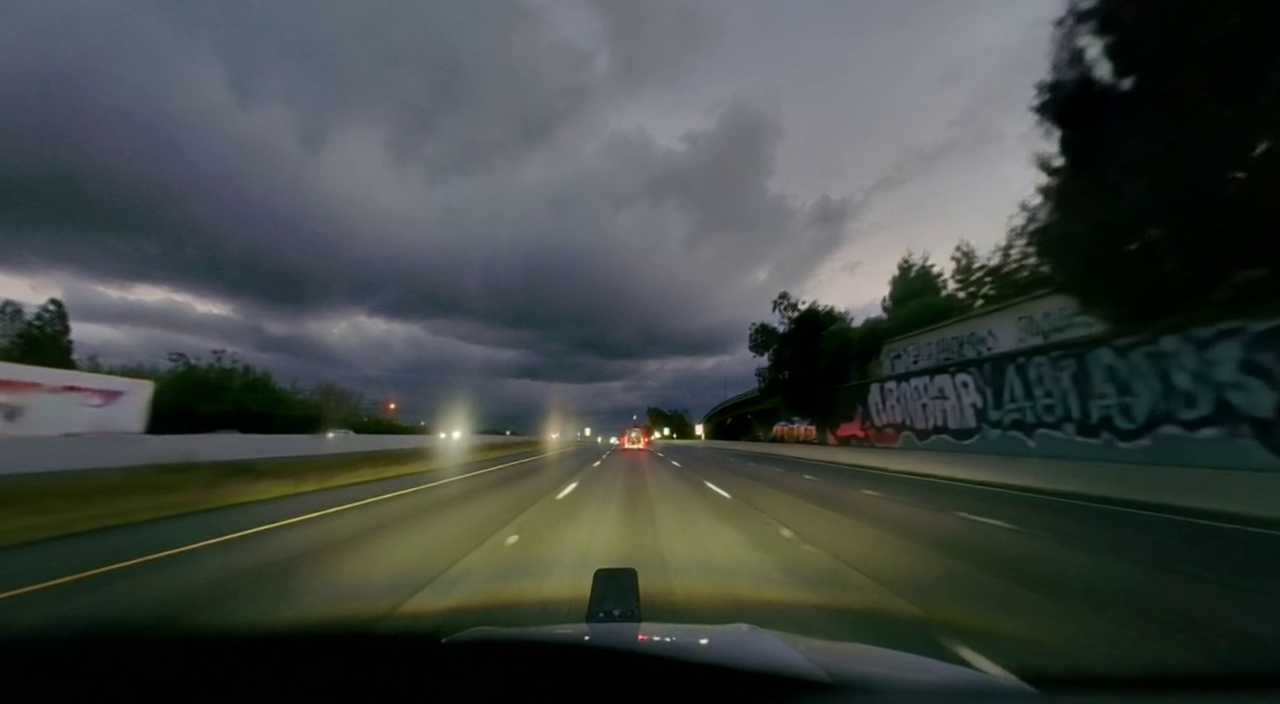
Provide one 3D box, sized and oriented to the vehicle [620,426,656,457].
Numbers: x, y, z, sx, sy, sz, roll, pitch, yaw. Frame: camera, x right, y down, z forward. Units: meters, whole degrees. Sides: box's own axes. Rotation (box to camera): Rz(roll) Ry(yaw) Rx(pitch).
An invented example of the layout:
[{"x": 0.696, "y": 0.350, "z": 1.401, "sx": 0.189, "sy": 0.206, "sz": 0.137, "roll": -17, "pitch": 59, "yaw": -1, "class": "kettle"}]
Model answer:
[{"x": -0.182, "y": 5.867, "z": 41.580, "sx": 2.277, "sy": 1.913, "sz": 4.510, "roll": 0, "pitch": -8, "yaw": -1, "class": "vehicle"}]
